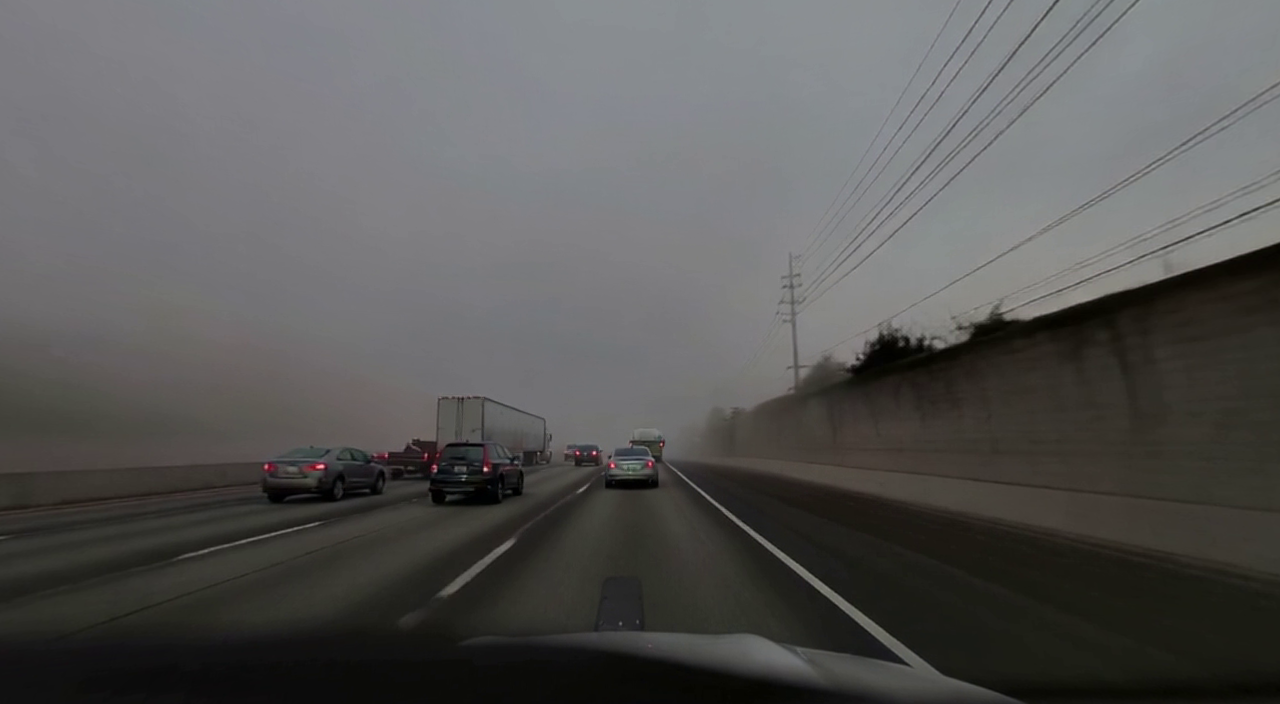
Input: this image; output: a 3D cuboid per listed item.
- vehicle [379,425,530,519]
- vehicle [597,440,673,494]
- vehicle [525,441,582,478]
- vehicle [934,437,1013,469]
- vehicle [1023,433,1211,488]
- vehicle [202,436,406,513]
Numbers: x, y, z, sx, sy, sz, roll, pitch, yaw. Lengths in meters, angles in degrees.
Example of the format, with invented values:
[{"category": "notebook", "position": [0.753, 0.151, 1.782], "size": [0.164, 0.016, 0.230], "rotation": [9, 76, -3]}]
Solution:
[{"category": "vehicle", "position": [-3.796, 2.528, 13.841], "size": [1.923, 1.716, 4.289], "rotation": [0, -8, 1]}, {"category": "vehicle", "position": [-0.157, 3.472, 19.461], "size": [2.089, 1.477, 3.818], "rotation": [0, -8, -1]}, {"category": "vehicle", "position": [-3.730, 4.747, 28.080], "size": [1.870, 1.485, 4.304], "rotation": [0, -8, 1]}, {"category": "vehicle", "position": [17.919, 5.438, 34.181], "size": [1.936, 1.591, 4.362], "rotation": [0, -9, 1]}, {"category": "vehicle", "position": [14.262, 3.270, 19.365], "size": [1.949, 1.472, 4.795], "rotation": [0, -9, -1]}, {"category": "vehicle", "position": [-7.628, 2.816, 15.086], "size": [2.165, 1.511, 4.810], "rotation": [0, -8, 1]}]
